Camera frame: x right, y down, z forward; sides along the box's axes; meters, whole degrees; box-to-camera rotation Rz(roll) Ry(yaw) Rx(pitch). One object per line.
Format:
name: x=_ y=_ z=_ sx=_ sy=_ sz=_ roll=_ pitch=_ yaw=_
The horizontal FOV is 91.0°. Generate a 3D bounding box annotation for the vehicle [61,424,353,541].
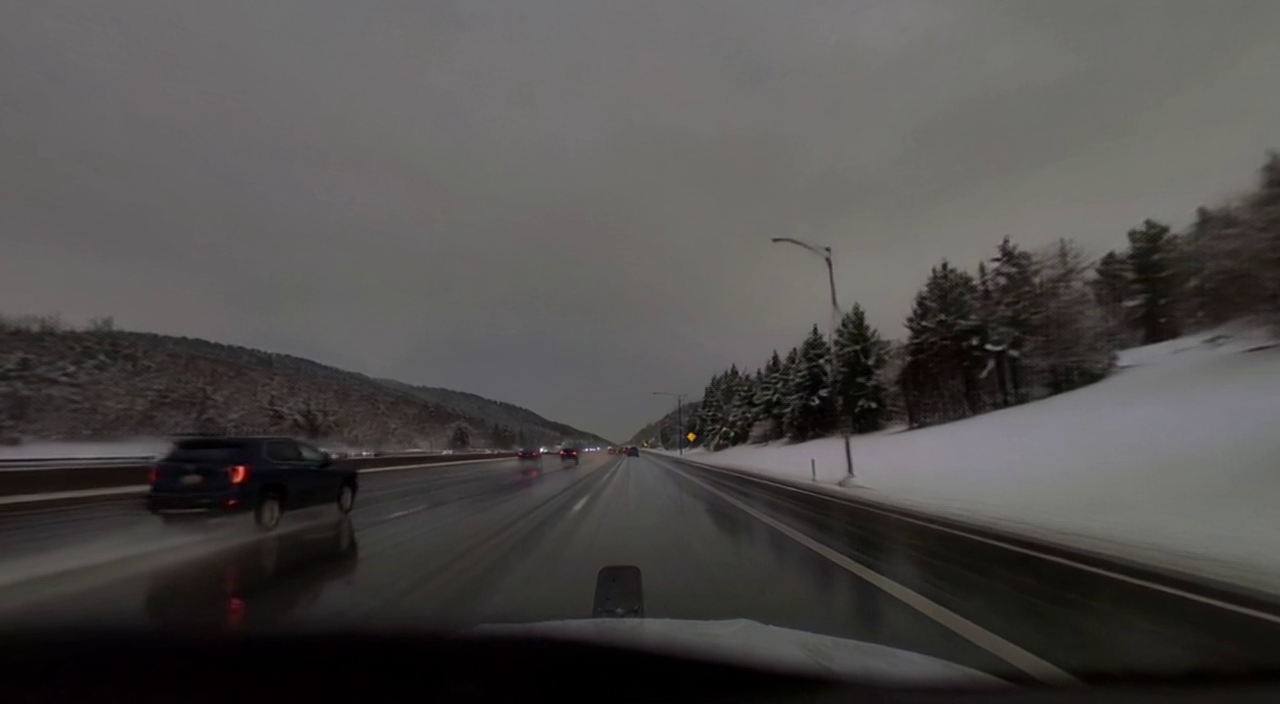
vehicle: x=-7.106 y=2.176 z=11.098 sx=2.045 sy=1.624 sz=4.338 roll=0 pitch=-9 yaw=0
